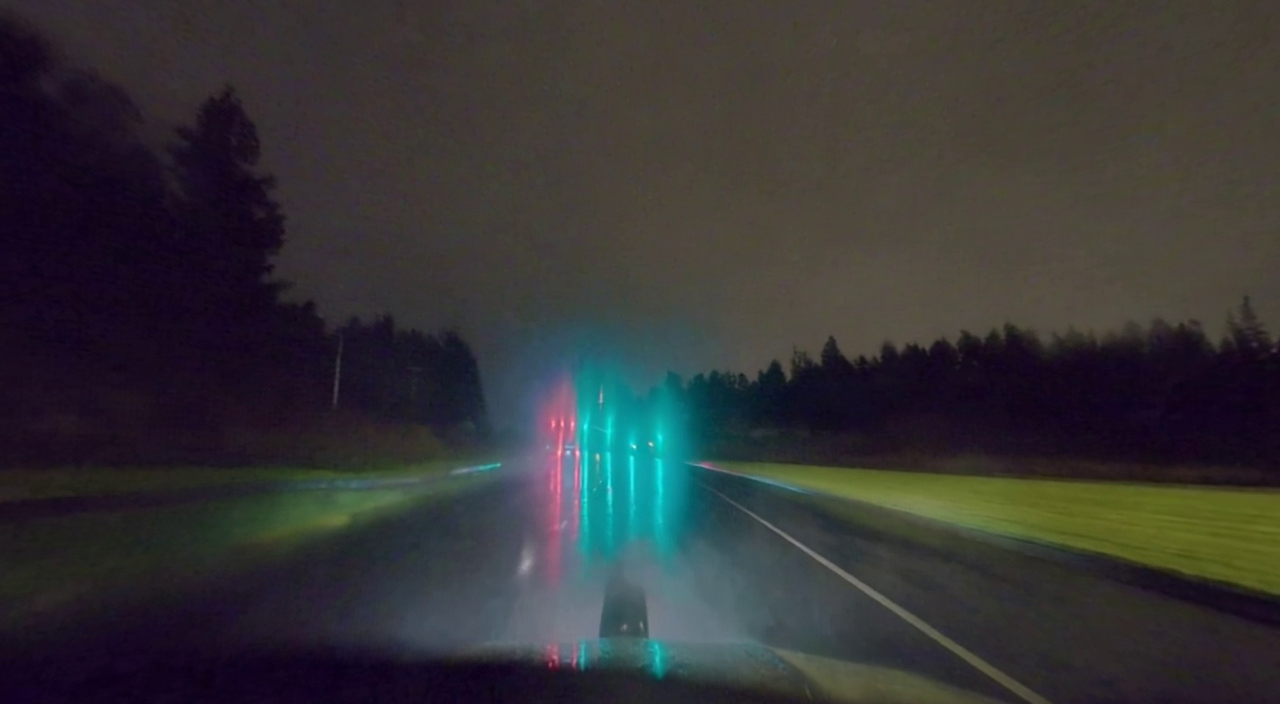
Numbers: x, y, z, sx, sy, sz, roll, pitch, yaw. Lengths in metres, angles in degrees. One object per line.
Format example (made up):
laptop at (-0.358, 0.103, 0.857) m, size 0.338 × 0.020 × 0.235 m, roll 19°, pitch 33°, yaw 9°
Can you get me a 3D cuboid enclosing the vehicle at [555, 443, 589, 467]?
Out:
vehicle at (-4.496, 6.920, 42.385) m, size 1.968 × 1.503 × 4.443 m, roll 1°, pitch -9°, yaw -3°
